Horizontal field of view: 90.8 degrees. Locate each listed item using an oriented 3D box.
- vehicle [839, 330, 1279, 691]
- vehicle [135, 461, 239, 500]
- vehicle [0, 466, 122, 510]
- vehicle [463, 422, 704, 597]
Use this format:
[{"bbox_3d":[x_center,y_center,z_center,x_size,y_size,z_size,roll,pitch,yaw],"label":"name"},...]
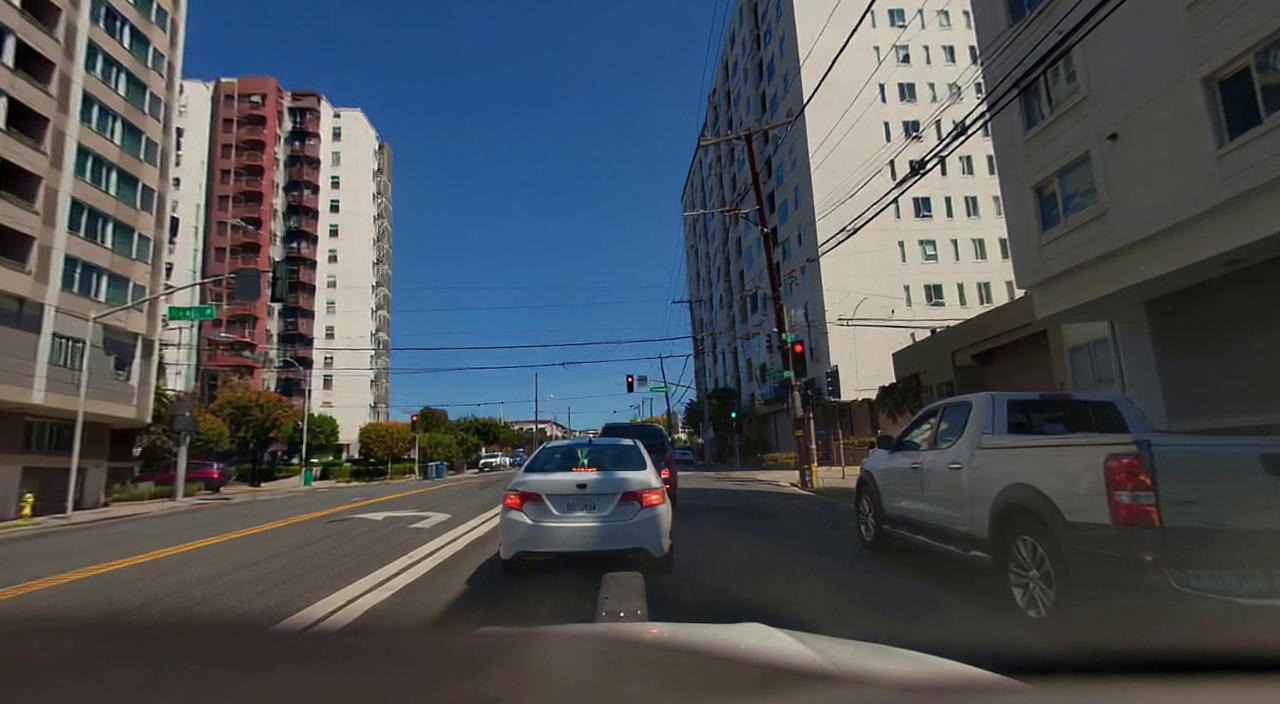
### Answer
[{"bbox_3d":[3.835,1.202,5.974,2.248,1.945,5.011,0,-8,0],"label":"vehicle"},{"bbox_3d":[-25.354,7.220,35.466,4.337,1.739,1.981,-5,-11,1],"label":"vehicle"},{"bbox_3d":[-24.779,5.773,26.914,3.891,1.538,1.698,-4,-11,0],"label":"vehicle"},{"bbox_3d":[-0.478,1.631,7.435,2.019,1.453,4.129,0,-8,0],"label":"vehicle"}]
